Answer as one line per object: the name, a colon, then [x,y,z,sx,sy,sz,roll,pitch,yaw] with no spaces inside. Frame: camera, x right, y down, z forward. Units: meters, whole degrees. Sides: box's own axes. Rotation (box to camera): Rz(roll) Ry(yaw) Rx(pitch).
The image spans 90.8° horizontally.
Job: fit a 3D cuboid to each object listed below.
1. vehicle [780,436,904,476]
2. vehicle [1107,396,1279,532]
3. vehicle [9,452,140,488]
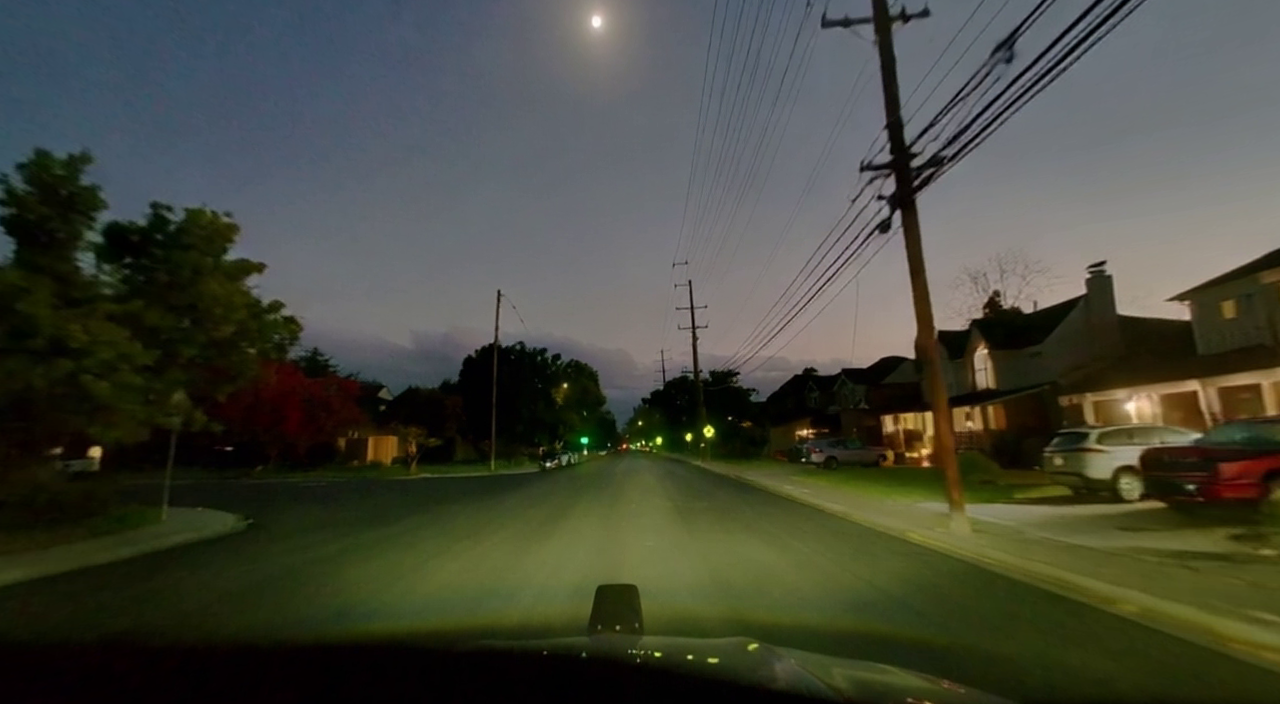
vehicle: [9.076,4.723,28.769,4.846,1.577,2.146,-2,-8,0]
vehicle: [10.210,1.569,9.419,4.686,1.786,2.019,-3,-8,5]
vehicle: [-27.071,5.647,30.352,4.360,1.582,1.920,0,-8,-2]
